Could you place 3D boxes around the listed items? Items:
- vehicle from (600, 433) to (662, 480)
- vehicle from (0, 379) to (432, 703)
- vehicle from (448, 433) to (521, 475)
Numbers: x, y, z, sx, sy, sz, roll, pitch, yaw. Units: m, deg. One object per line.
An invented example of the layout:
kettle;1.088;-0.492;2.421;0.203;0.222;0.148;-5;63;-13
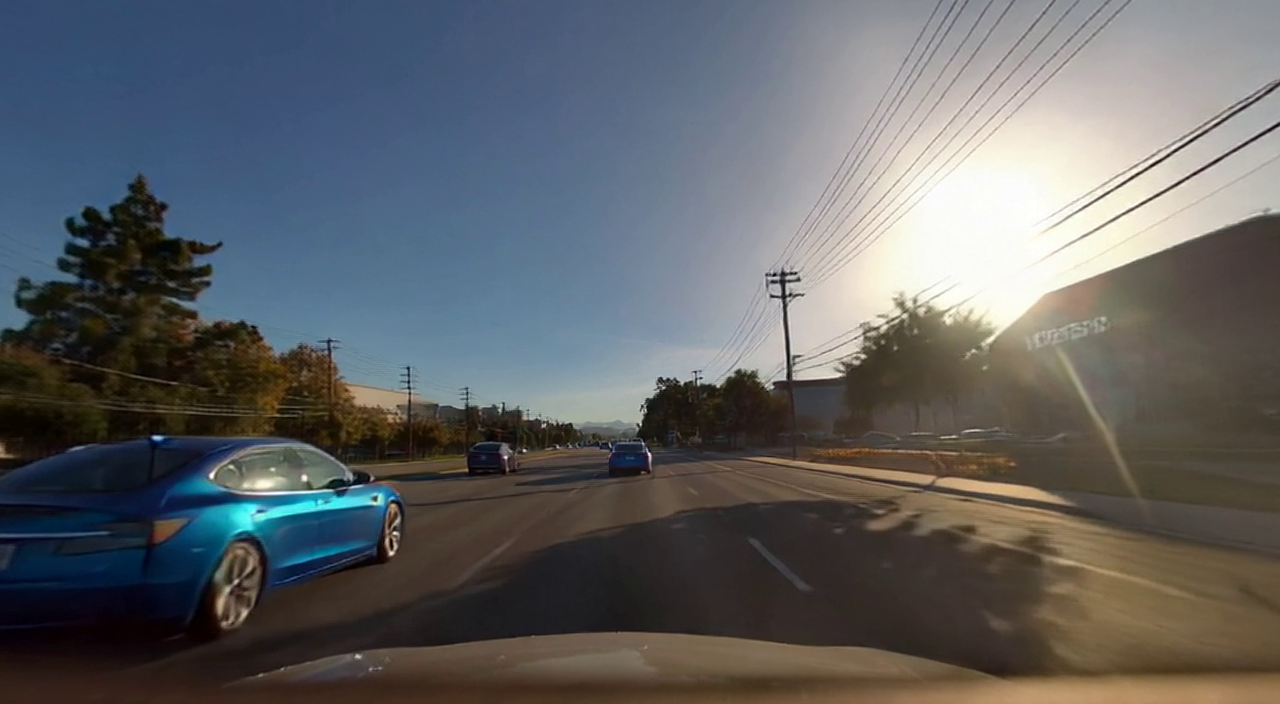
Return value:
vehicle;-0.324;4.025;24.555;2.189;1.652;4.135;0;-8;0
vehicle;-3.572;1.283;5.216;1.985;1.607;4.892;0;-8;1
vehicle;-7.276;4.834;30.090;2.203;1.819;4.547;0;-8;1
